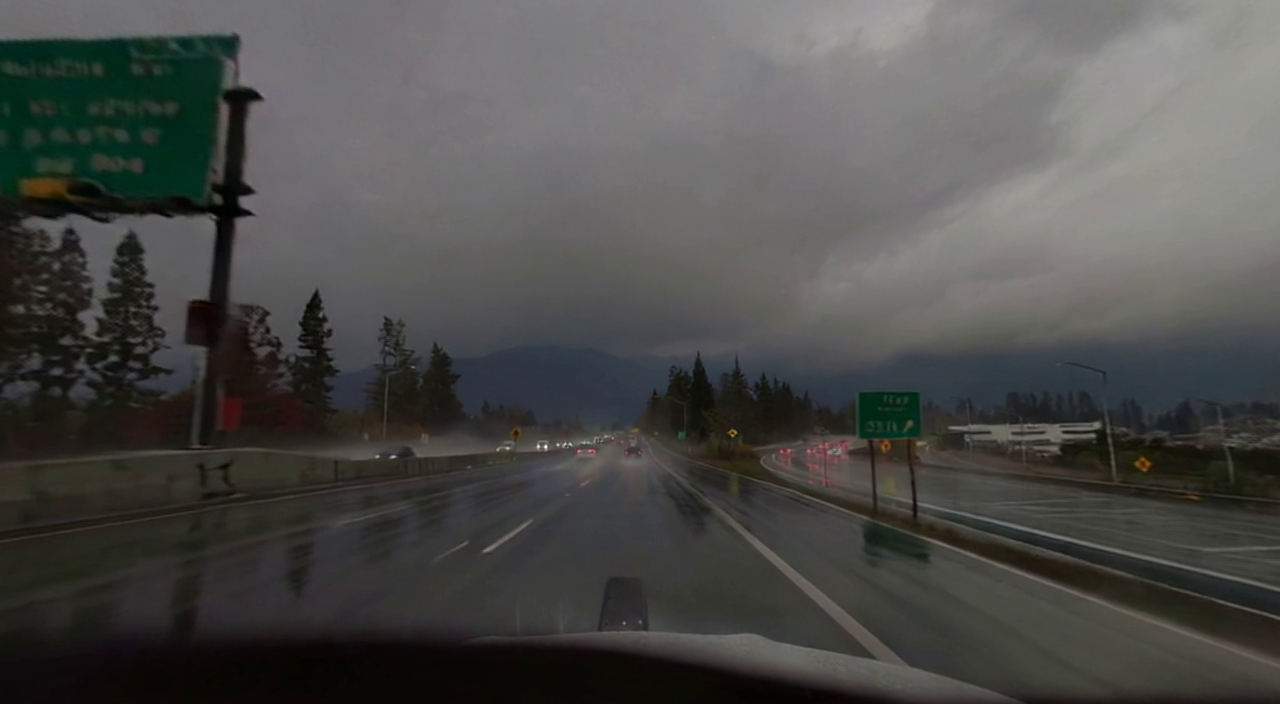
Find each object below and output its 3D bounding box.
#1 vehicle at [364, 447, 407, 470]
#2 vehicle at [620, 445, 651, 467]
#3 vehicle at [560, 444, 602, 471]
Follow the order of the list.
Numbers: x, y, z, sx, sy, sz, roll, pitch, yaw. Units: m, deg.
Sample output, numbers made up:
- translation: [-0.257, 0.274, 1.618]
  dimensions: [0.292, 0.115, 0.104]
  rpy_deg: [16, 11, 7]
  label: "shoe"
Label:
- translation: [-16.939, 7.090, 42.139]
  dimensions: [1.457, 1.357, 3.245]
  rpy_deg: [0, -8, 0]
  label: "vehicle"
- translation: [-0.330, 7.360, 44.853]
  dimensions: [2.100, 1.471, 3.956]
  rpy_deg: [0, -8, 0]
  label: "vehicle"
- translation: [-3.512, 6.370, 38.408]
  dimensions: [2.067, 1.509, 4.551]
  rpy_deg: [0, -8, 0]
  label: "vehicle"
